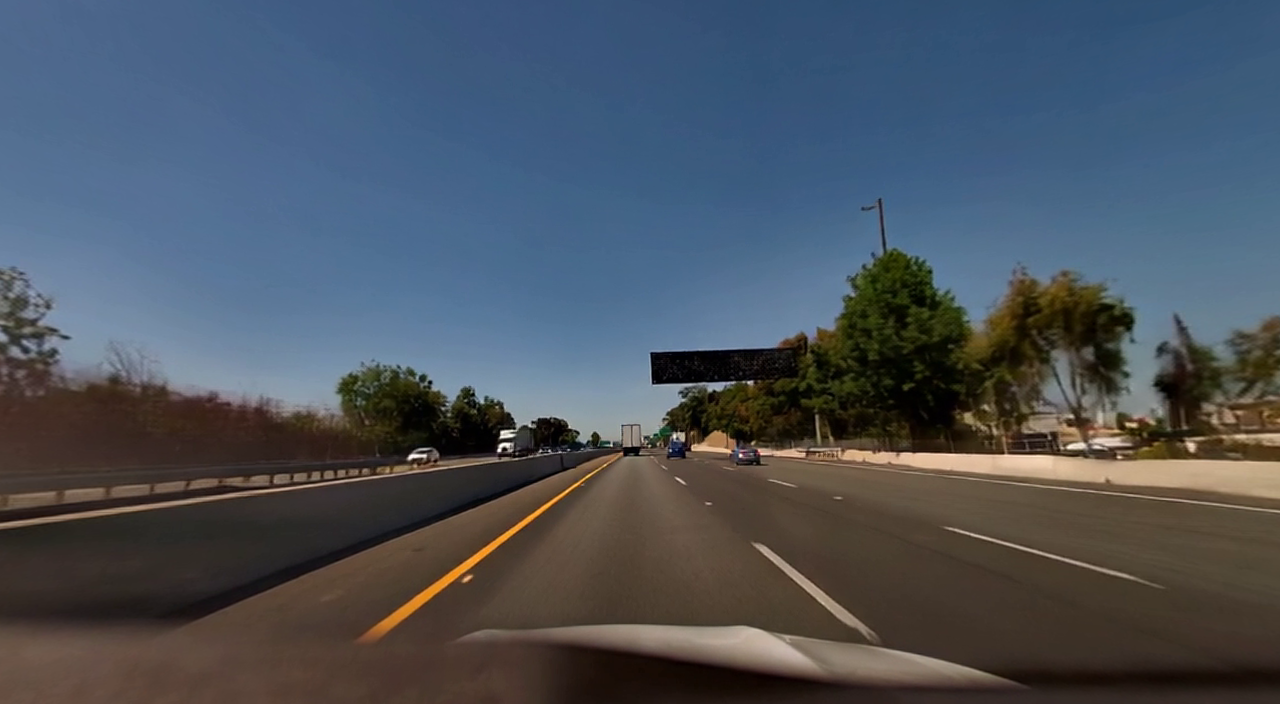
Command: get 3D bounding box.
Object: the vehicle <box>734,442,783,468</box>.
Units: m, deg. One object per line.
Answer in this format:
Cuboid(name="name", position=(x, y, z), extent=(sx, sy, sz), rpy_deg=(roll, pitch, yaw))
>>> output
Cuboid(name="vehicle", position=(7.015, 6.110, 37.813), extent=(2.009, 1.456, 4.097), rpy_deg=(0, -8, -2))
